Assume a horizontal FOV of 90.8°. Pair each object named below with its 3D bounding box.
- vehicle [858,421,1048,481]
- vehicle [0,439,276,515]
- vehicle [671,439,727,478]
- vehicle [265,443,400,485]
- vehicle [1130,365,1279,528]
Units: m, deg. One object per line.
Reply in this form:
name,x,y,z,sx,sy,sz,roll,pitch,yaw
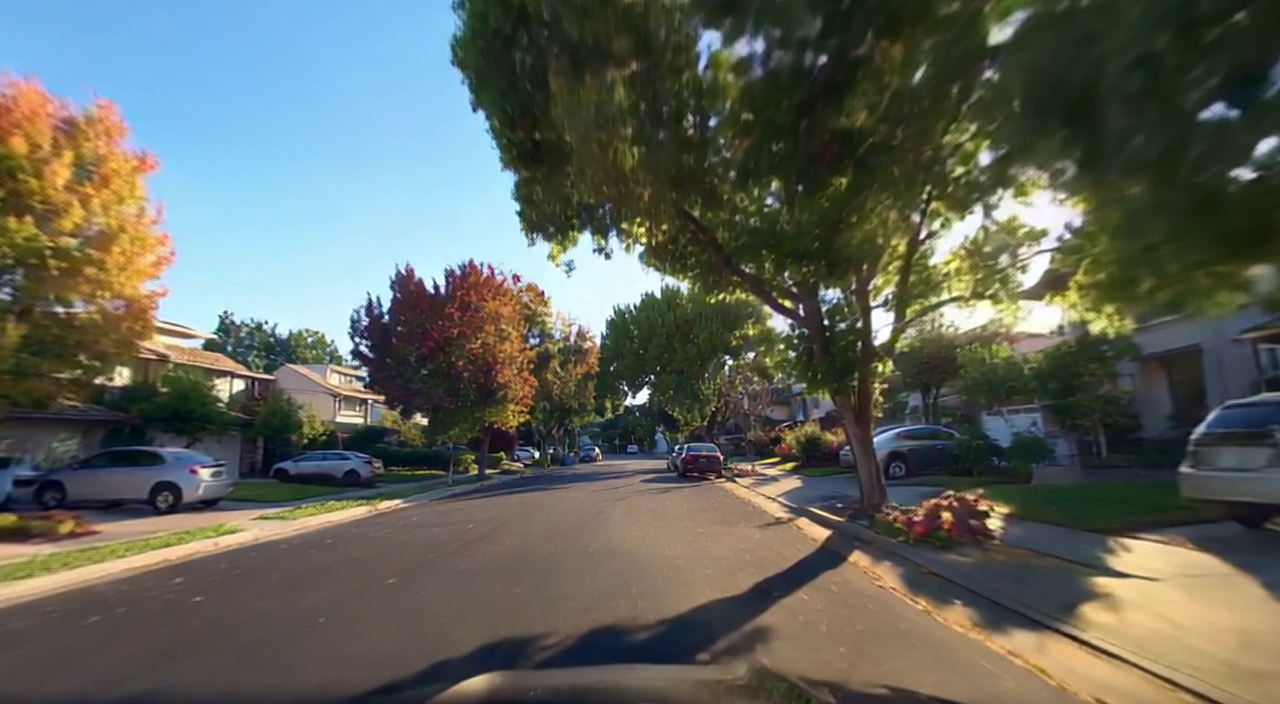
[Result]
vehicle,8.802,2.827,18.093,4.331,1.570,2.009,0,-8,-1
vehicle,-11.657,2.882,14.856,4.972,1.623,1.884,0,-9,1
vehicle,2.364,4.411,26.491,2.022,1.483,4.565,0,-9,1
vehicle,-11.570,4.223,24.031,4.118,1.492,1.902,1,-9,-3
vehicle,8.837,1.106,7.400,4.599,1.652,1.903,0,-8,-2
